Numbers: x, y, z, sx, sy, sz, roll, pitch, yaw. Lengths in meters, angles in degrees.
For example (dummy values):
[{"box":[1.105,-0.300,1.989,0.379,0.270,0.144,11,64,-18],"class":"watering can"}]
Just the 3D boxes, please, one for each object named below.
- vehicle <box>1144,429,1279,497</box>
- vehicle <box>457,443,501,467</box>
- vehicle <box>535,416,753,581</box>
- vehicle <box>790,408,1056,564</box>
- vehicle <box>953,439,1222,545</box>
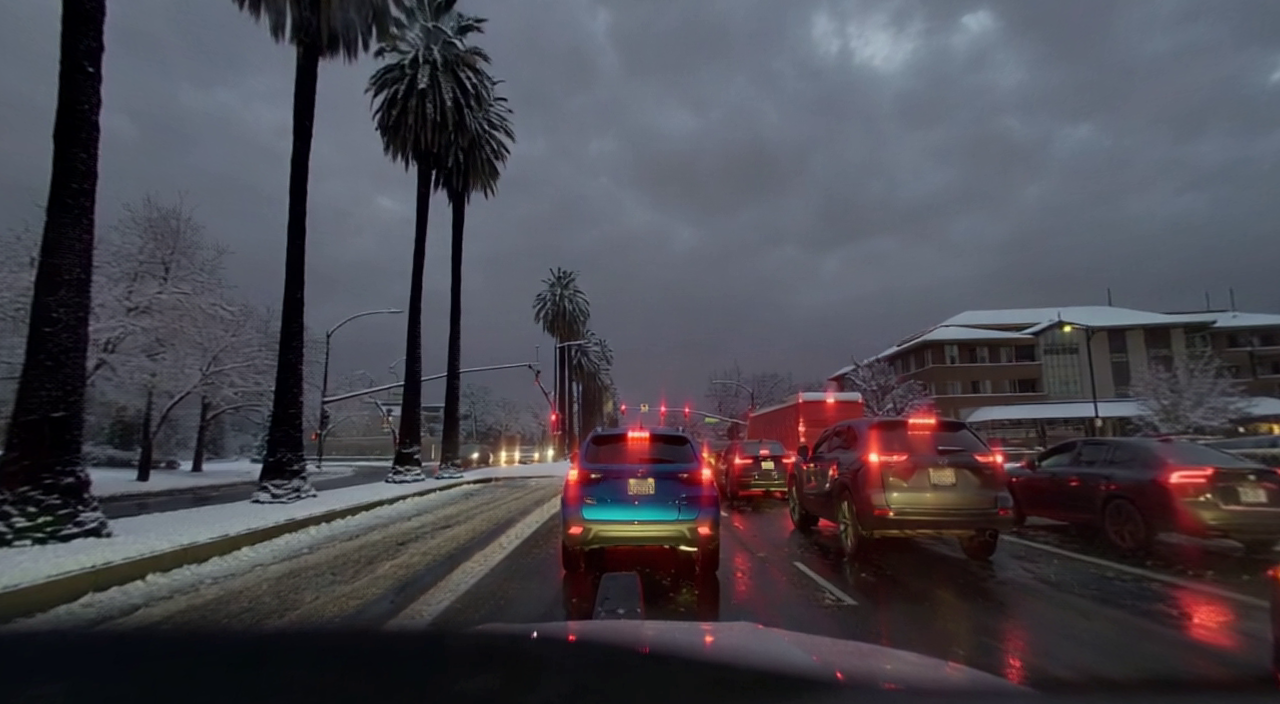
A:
[{"box":[18.052,3.209,18.460,4.786,1.848,2.107,0,-9,-1],"class":"vehicle"},{"box":[-12.376,7.945,48.778,2.180,1.776,4.521,0,-9,0],"class":"vehicle"},{"box":[0.031,1.712,8.139,2.083,1.572,4.021,0,-9,0],"class":"vehicle"},{"box":[3.674,1.819,9.225,1.947,1.725,4.159,0,-9,1],"class":"vehicle"},{"box":[7.363,2.293,11.023,1.832,1.477,3.981,0,-9,1],"class":"vehicle"}]
